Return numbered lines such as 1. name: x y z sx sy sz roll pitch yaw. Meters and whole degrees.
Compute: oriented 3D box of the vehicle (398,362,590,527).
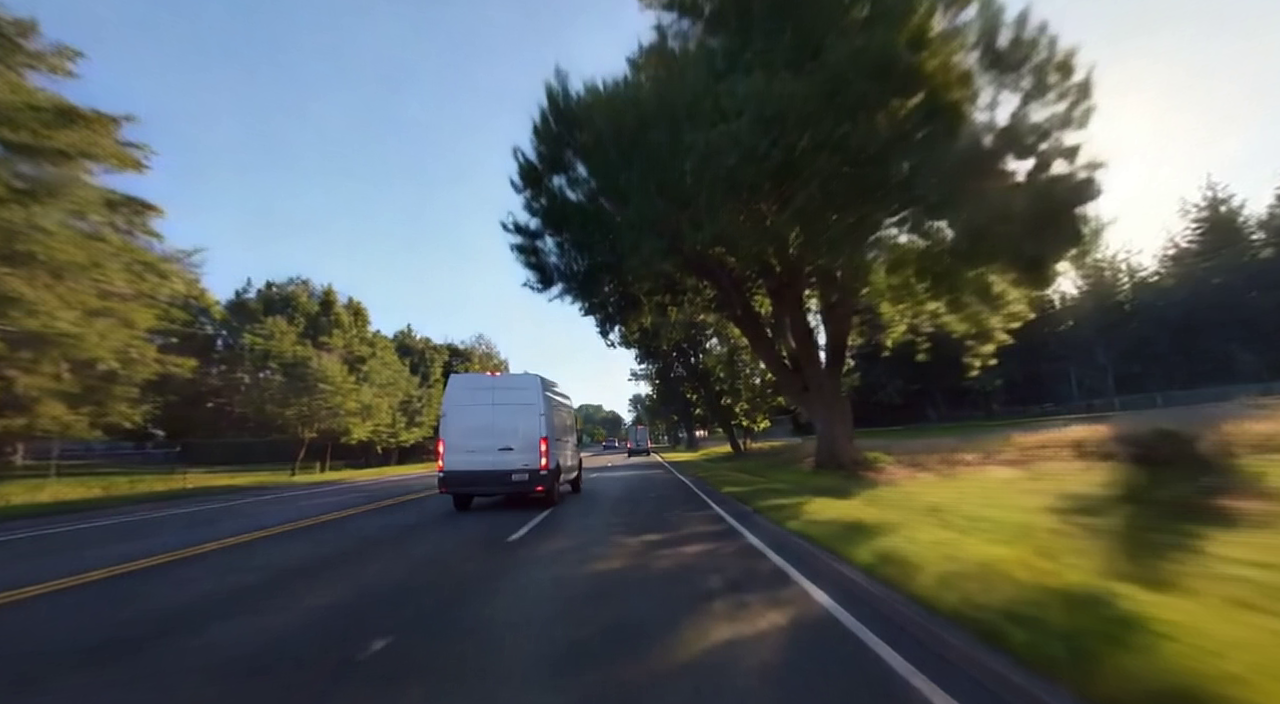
1. vehicle: -2.573 1.911 13.182 2.497 2.628 6.016 0 -8 1
